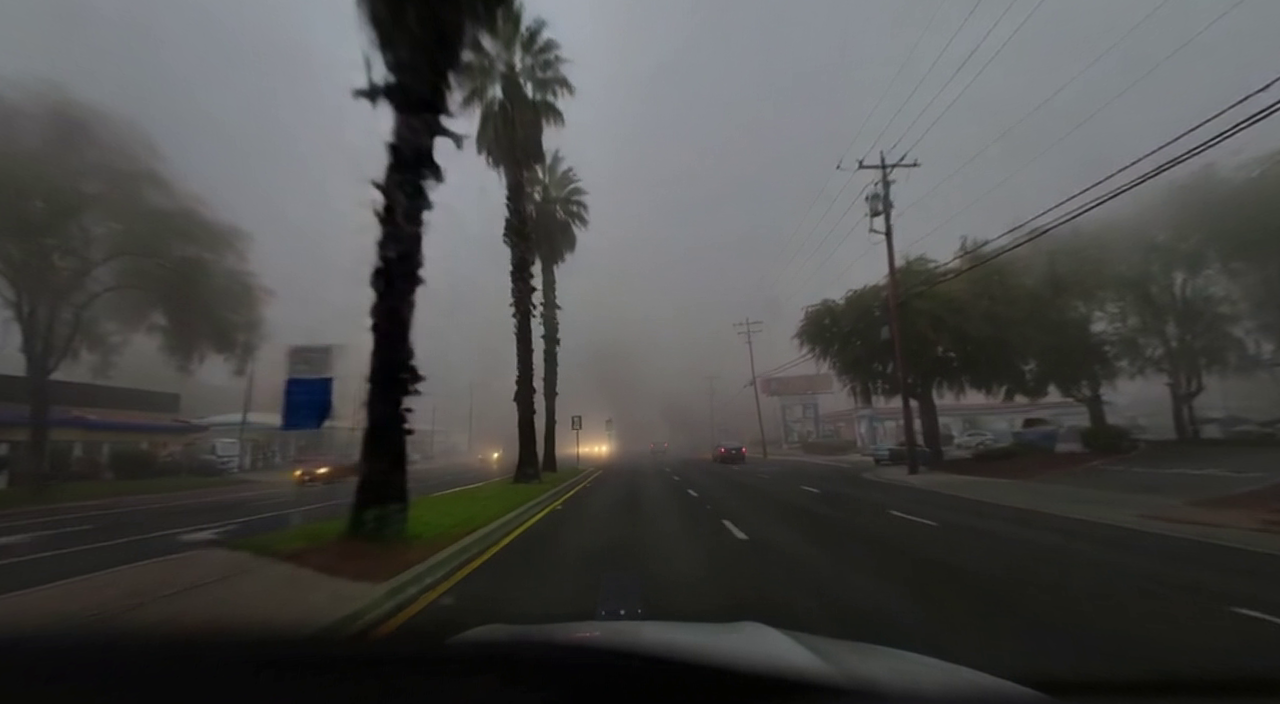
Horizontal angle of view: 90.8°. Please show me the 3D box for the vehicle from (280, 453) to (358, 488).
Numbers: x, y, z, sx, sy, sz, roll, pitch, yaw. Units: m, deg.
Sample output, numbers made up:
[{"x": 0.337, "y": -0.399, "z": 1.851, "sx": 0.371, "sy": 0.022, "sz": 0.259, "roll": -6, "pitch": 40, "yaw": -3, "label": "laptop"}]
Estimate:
[{"x": -16.045, "y": 5.904, "z": 31.786, "sx": 1.916, "sy": 1.545, "sz": 3.896, "roll": 0, "pitch": -8, "yaw": -2, "label": "vehicle"}]

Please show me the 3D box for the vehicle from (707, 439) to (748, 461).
[{"x": 6.298, "y": 7.092, "z": 45.968, "sx": 2.261, "sy": 1.479, "sz": 4.403, "roll": 0, "pitch": -8, "yaw": -2, "label": "vehicle"}]
